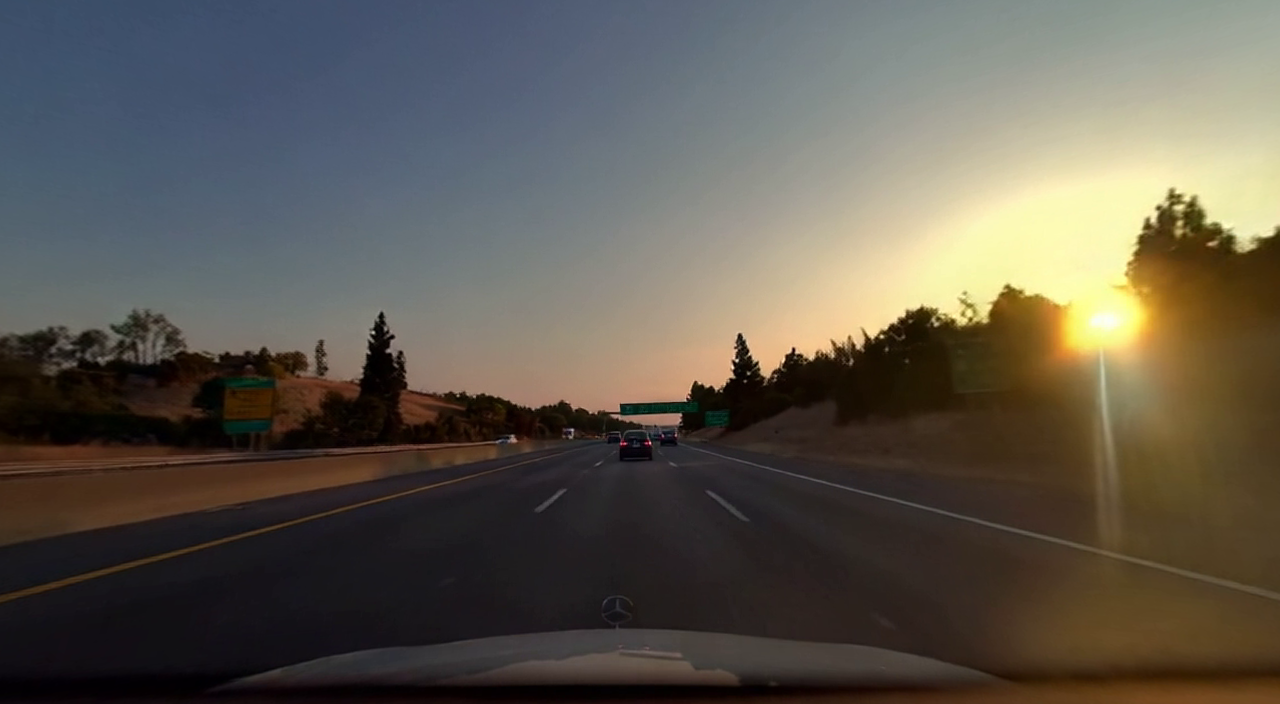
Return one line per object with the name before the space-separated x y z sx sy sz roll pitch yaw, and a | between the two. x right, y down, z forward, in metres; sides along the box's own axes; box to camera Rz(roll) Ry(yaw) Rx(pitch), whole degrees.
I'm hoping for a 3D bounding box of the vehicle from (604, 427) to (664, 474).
vehicle | -0.244 3.685 23.839 2.094 1.600 3.666 0 -8 -1
